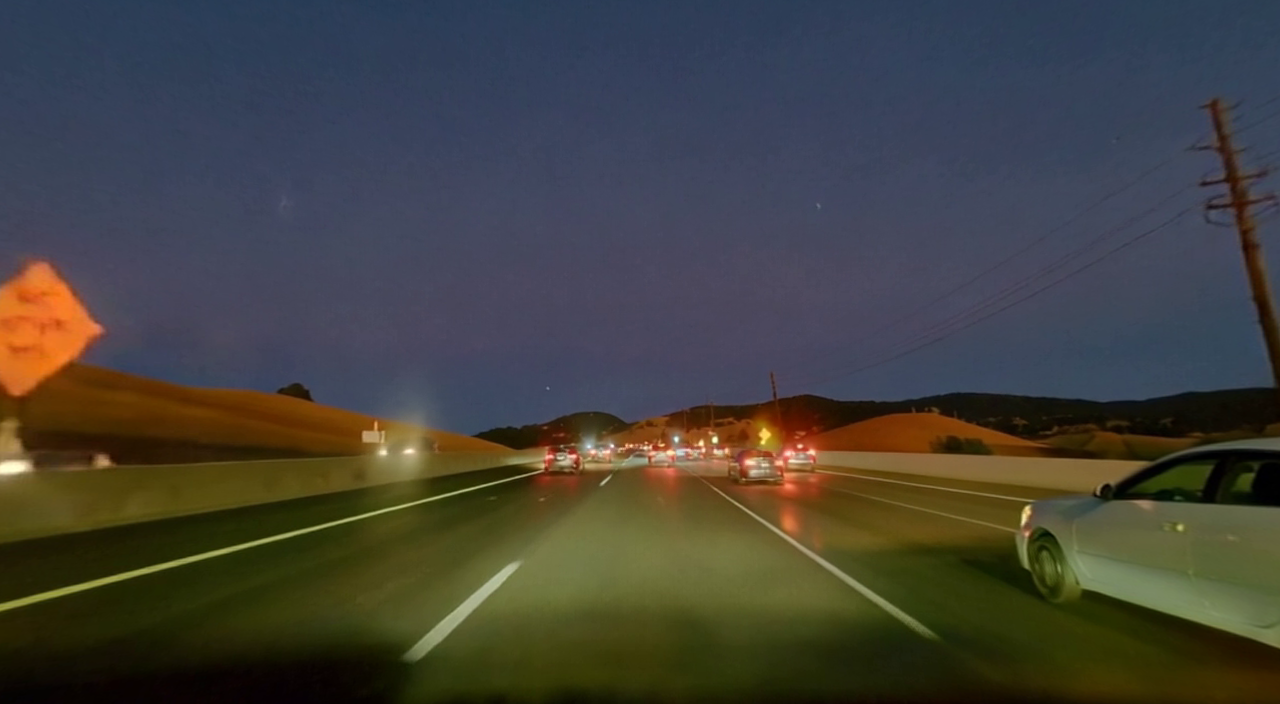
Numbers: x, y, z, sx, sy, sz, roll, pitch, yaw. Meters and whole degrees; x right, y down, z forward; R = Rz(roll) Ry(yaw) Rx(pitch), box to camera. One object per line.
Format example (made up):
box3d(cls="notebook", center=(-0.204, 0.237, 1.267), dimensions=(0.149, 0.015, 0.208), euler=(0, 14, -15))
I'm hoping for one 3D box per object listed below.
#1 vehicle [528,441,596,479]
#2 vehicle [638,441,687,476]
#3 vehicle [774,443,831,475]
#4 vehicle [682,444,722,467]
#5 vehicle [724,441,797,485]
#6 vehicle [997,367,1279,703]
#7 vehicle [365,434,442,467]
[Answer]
box3d(cls="vehicle", center=(-3.189, 4.526, 26.707), dimensions=(2.232, 1.438, 4.163), euler=(-1, -8, 2))
box3d(cls="vehicle", center=(0.964, 4.969, 29.660), dimensions=(2.138, 1.473, 4.392), euler=(0, -8, 0))
box3d(cls="vehicle", center=(8.301, 5.489, 32.601), dimensions=(1.843, 1.505, 4.007), euler=(0, -8, 0))
box3d(cls="vehicle", center=(3.977, 6.729, 41.196), dimensions=(2.177, 1.453, 4.205), euler=(0, -8, 0))
box3d(cls="vehicle", center=(4.411, 4.119, 23.713), dimensions=(1.867, 1.465, 4.093), euler=(0, -8, -1))
box3d(cls="vehicle", center=(3.879, 0.884, 2.685), dimensions=(2.018, 1.670, 4.658), euler=(0, -8, 1))
box3d(cls="vehicle", center=(-13.723, 5.781, 37.070), dimensions=(2.147, 1.742, 5.739), euler=(-1, -8, 2))
